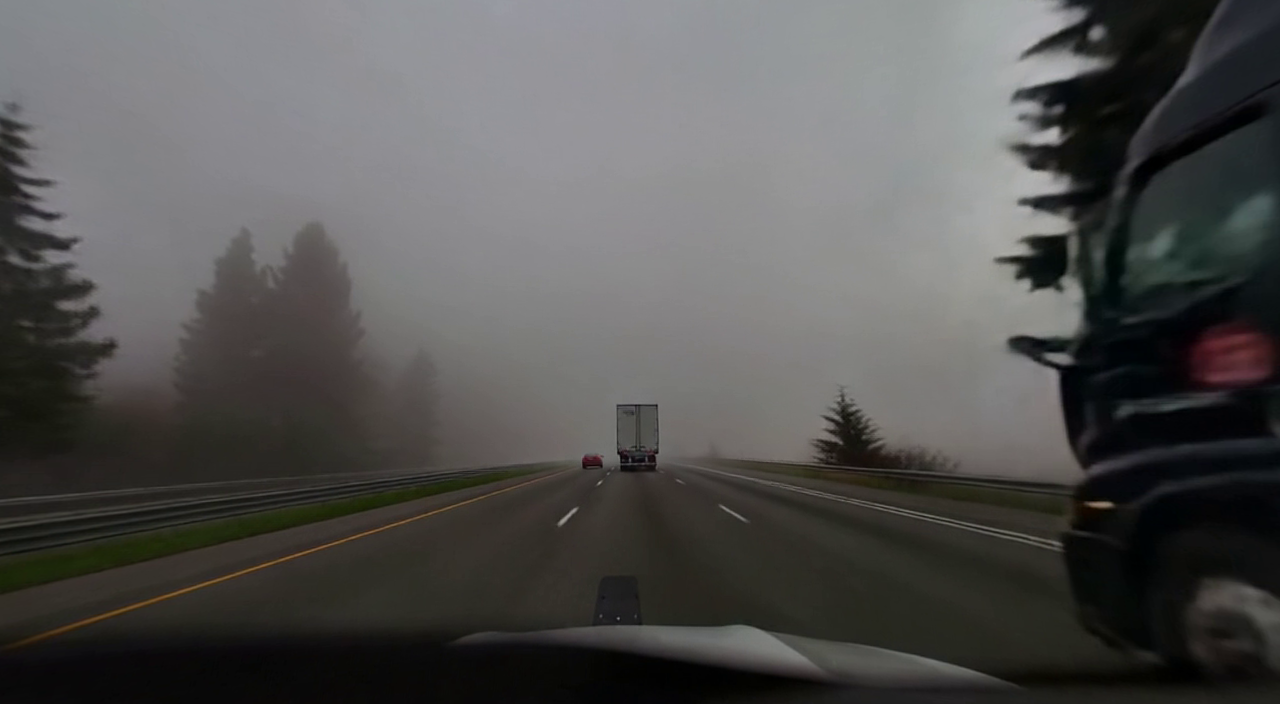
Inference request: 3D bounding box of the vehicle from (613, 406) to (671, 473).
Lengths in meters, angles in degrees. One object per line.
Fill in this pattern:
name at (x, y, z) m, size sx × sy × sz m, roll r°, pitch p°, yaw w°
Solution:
vehicle at (0.107, 6.708, 47.032) m, size 3.537 × 4.071 × 17.399 m, roll 0°, pitch -9°, yaw 0°
